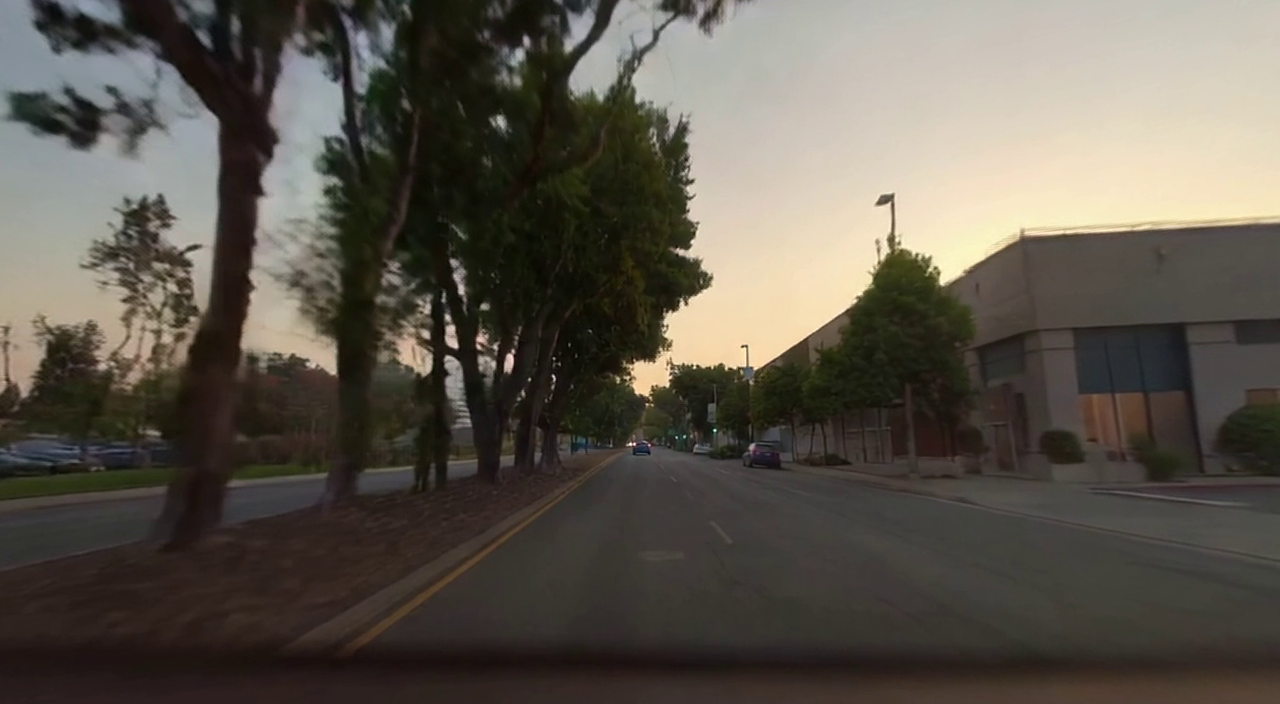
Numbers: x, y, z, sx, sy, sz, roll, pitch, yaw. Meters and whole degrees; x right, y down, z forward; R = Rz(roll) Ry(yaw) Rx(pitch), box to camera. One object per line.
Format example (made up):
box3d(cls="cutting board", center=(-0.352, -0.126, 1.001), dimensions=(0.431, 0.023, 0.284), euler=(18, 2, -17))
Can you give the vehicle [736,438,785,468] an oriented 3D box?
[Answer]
box3d(cls="vehicle", center=(7.801, 6.601, 41.356), dimensions=(2.167, 1.848, 4.713), euler=(0, -8, -2))
